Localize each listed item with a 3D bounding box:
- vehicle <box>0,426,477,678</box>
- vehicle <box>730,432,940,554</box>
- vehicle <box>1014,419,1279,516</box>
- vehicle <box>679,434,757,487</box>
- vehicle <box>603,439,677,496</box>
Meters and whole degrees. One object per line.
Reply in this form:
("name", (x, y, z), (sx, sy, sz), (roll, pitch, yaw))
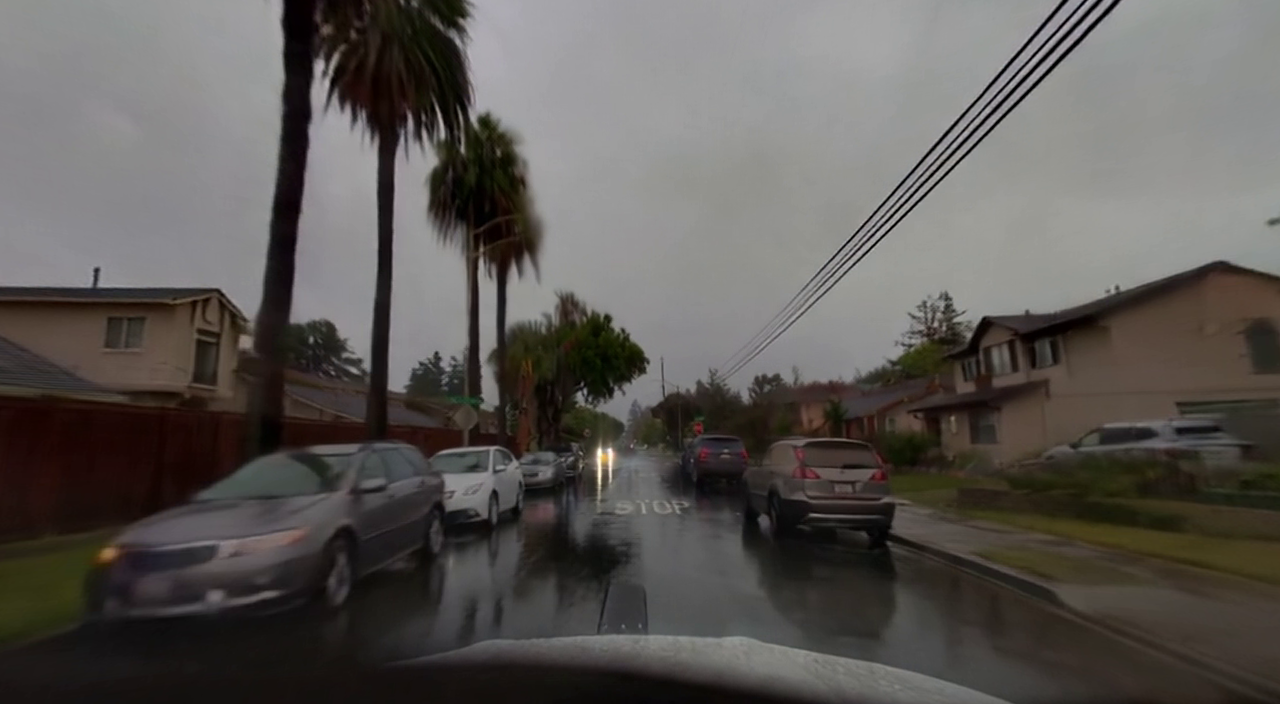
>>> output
("vehicle", (-3.117, 1.561, 6.097), (1.877, 1.521, 4.348), (0, -9, 0))
("vehicle", (2.859, 2.168, 10.373), (1.967, 1.563, 4.237), (0, -9, -2))
("vehicle", (9.860, 2.177, 12.293), (1.929, 1.517, 4.494), (1, -9, -7))
("vehicle", (2.626, 3.829, 22.400), (2.136, 1.650, 4.837), (0, -9, -1))
("vehicle", (-0.027, 3.428, 18.986), (2.010, 1.499, 4.107), (0, -9, -1))
